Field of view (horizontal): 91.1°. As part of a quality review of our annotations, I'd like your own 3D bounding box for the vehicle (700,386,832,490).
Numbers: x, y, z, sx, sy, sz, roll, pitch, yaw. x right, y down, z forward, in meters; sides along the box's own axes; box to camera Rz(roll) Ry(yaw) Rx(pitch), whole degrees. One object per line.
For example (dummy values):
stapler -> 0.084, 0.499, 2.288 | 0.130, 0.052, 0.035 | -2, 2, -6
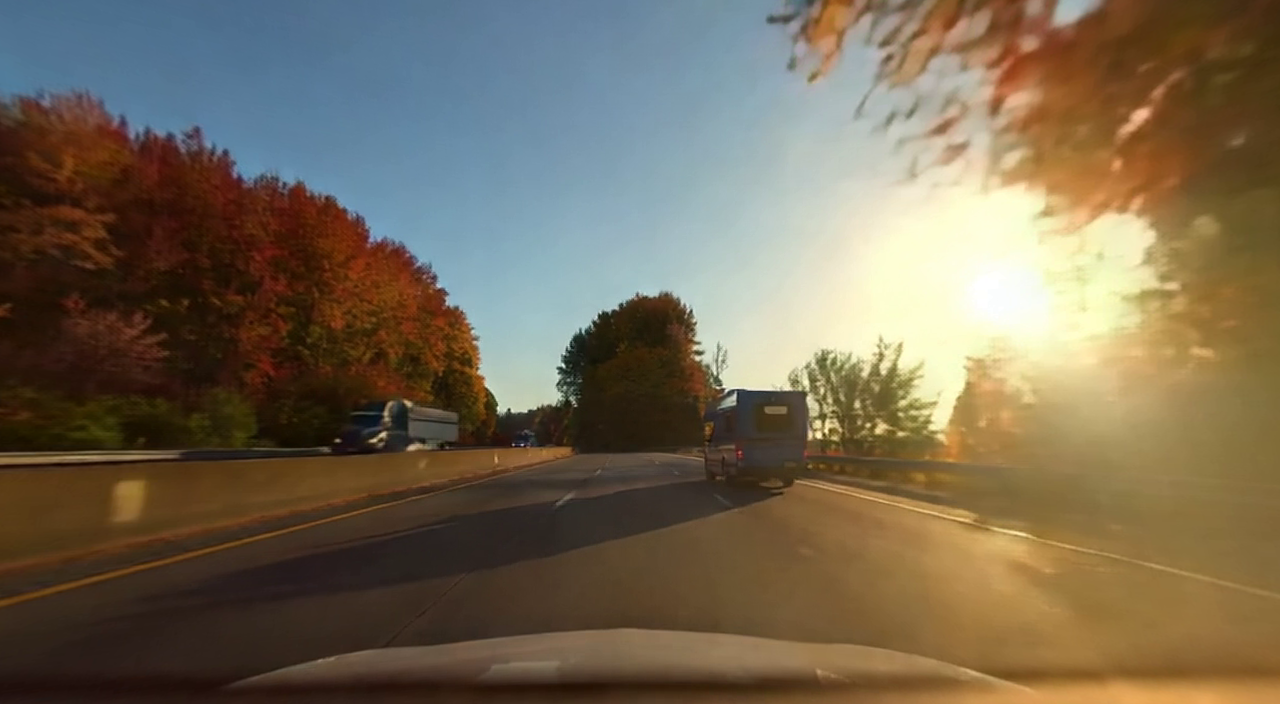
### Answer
vehicle -> 3.822, 2.851, 20.996 | 2.815, 2.876, 7.101 | 0, -8, -1
